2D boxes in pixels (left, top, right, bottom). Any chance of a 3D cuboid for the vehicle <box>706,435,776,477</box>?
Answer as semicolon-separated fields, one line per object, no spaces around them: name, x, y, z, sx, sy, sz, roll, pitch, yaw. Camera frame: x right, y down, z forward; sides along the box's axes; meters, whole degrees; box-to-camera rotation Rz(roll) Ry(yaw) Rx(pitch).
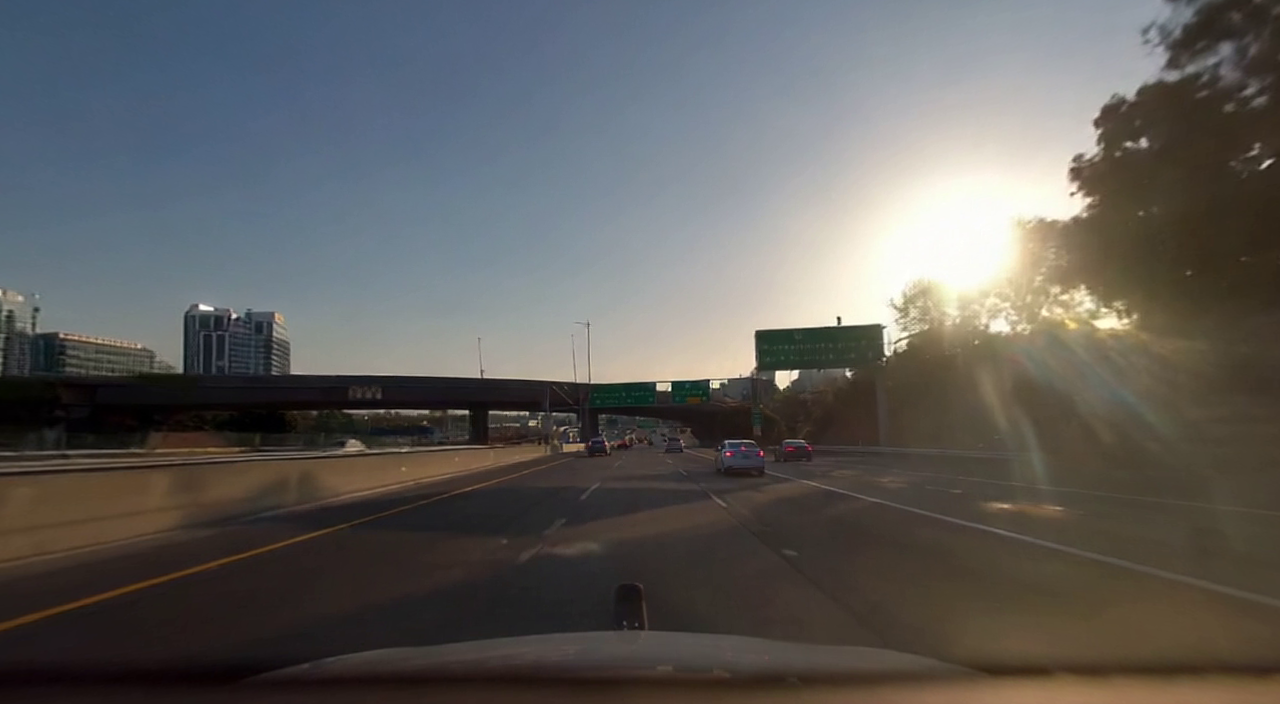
vehicle;3.797;4.009;24.552;1.961;1.504;4.094;0;-8;-1

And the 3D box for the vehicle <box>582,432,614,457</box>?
vehicle;-3.106;6.922;47.081;2.072;1.730;4.381;0;-8;0

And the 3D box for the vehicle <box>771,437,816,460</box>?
vehicle;10.980;6.925;45.488;2.019;1.529;4.385;0;-8;-1

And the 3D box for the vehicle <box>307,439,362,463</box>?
vehicle;-21.892;7.095;45.400;1.865;1.631;4.173;0;-8;-1
